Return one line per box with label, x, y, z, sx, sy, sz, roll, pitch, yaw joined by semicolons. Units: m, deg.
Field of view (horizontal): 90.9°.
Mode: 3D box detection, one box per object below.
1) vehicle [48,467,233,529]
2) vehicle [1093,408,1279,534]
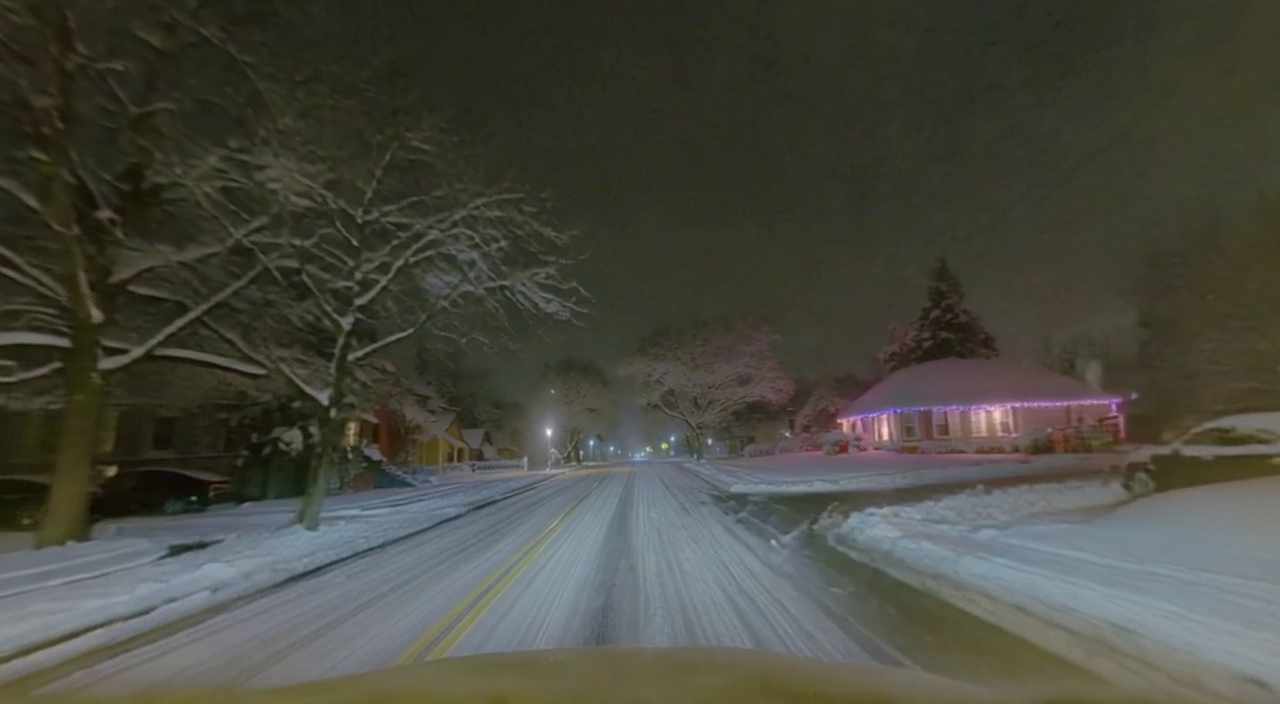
vehicle;-15.053;4.375;19.422;1.830;1.495;4.641;0;-8;1
vehicle;8.553;1.536;8.389;1.806;1.496;4.164;0;-8;-2
